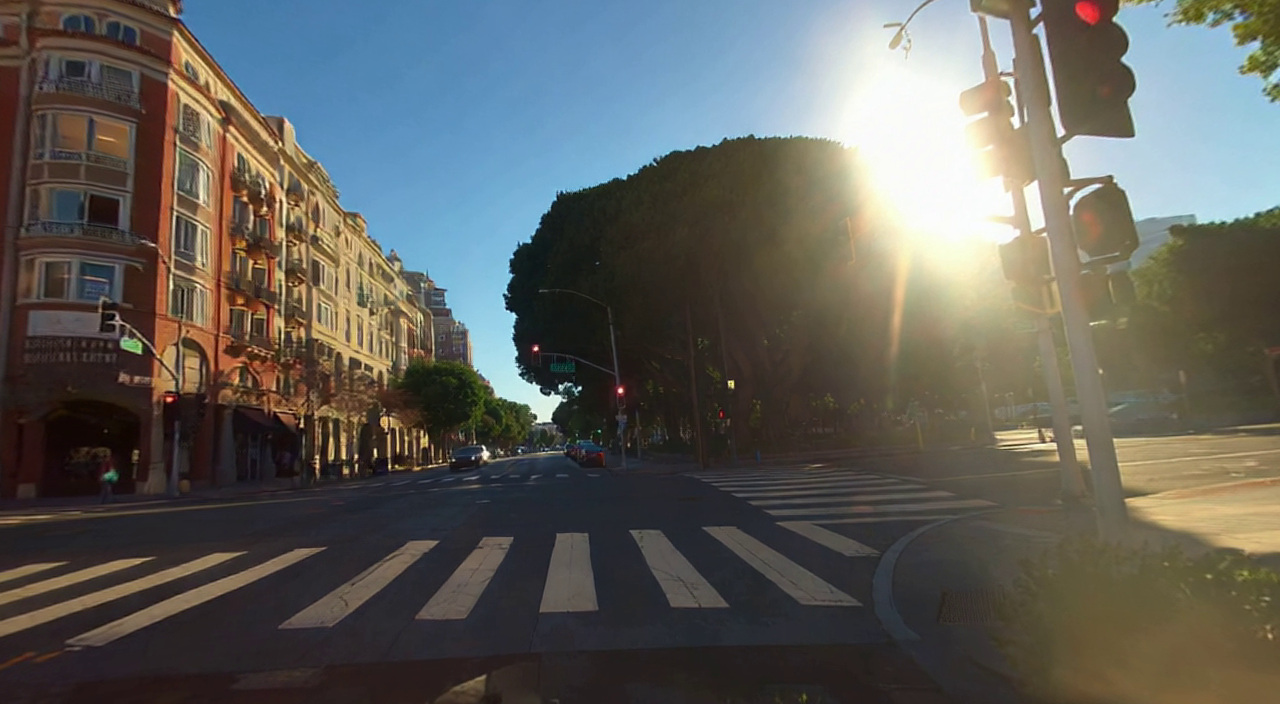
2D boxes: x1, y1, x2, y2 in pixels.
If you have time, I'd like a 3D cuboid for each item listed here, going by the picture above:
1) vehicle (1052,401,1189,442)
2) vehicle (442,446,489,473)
[{"bbox_3d":[20.502,3.012,27.025,4.626,1.636,2.004,2,-9,-13],"label":"vehicle"},{"bbox_3d":[-10.455,6.470,38.154,2.196,1.503,4.371,1,-9,-8],"label":"vehicle"}]
